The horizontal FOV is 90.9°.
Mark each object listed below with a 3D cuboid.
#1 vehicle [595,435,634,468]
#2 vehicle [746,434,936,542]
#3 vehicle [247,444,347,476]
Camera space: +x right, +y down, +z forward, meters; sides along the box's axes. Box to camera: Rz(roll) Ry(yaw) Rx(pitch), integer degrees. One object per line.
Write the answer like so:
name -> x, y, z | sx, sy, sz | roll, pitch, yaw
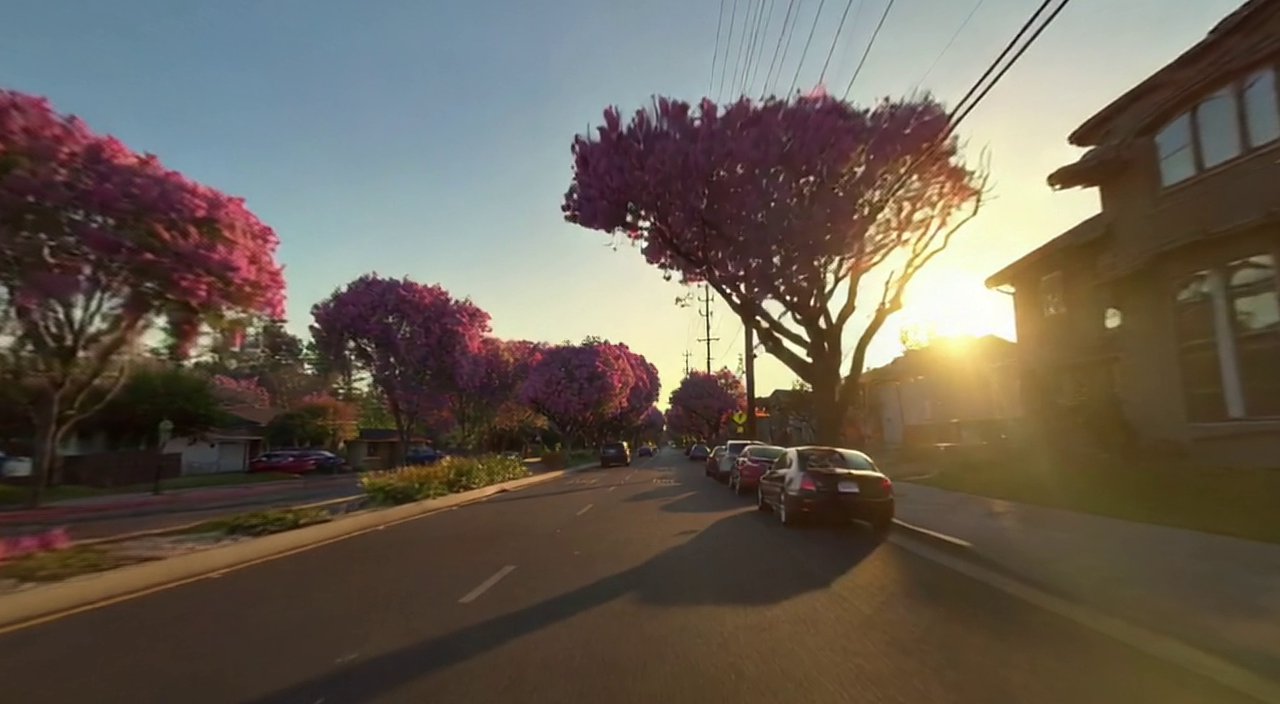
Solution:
vehicle -> -1.593, 6.507, 41.275 | 2.202, 1.961, 4.980 | 0, -9, 2
vehicle -> 3.249, 2.290, 11.326 | 1.985, 1.500, 4.654 | 0, -9, 1
vehicle -> -21.938, 6.924, 40.577 | 5.252, 1.925, 2.061 | 3, -9, -19
